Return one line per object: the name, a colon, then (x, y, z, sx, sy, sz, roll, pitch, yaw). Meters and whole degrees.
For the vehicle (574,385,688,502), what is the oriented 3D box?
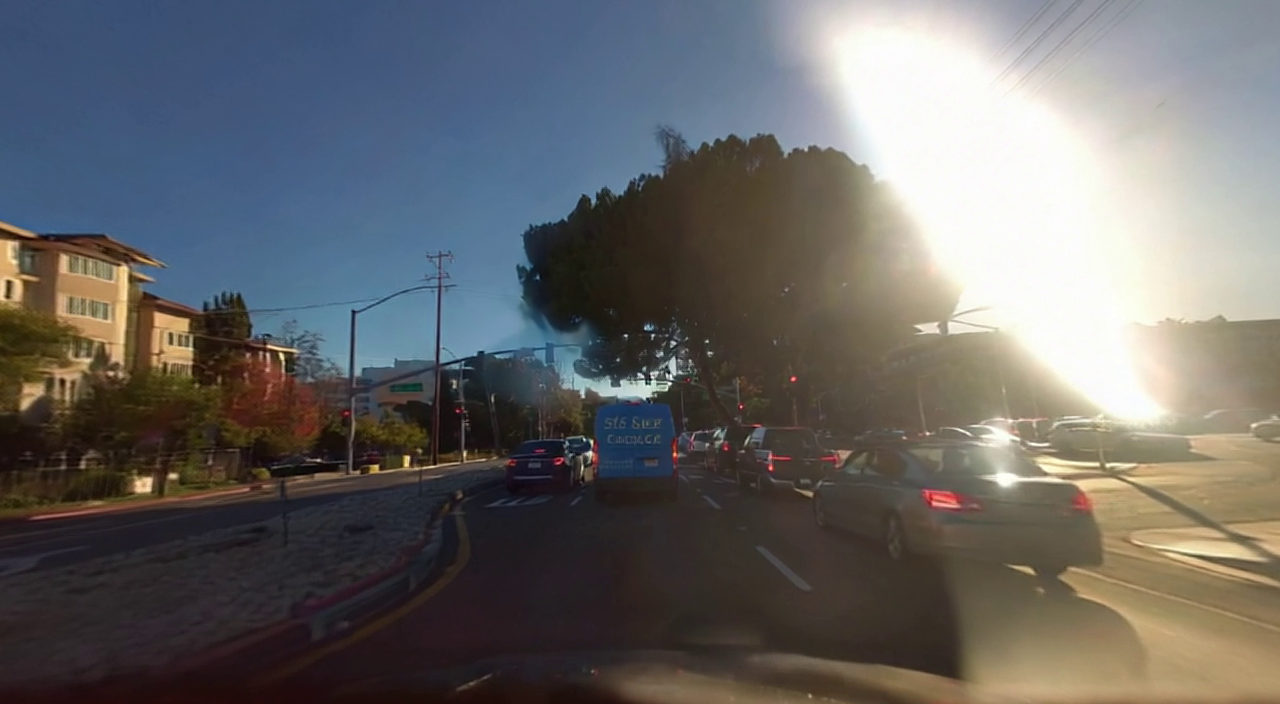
vehicle: (-0.078, 2.314, 16.013, 2.422, 2.488, 4.992, -1, -8, 3)

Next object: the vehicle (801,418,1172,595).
vehicle: (3.520, 1.644, 7.681, 1.951, 1.483, 4.582, 0, -8, 1)

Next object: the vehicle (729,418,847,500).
vehicle: (3.531, 2.654, 15.948, 1.965, 1.771, 4.295, 0, -8, 0)
